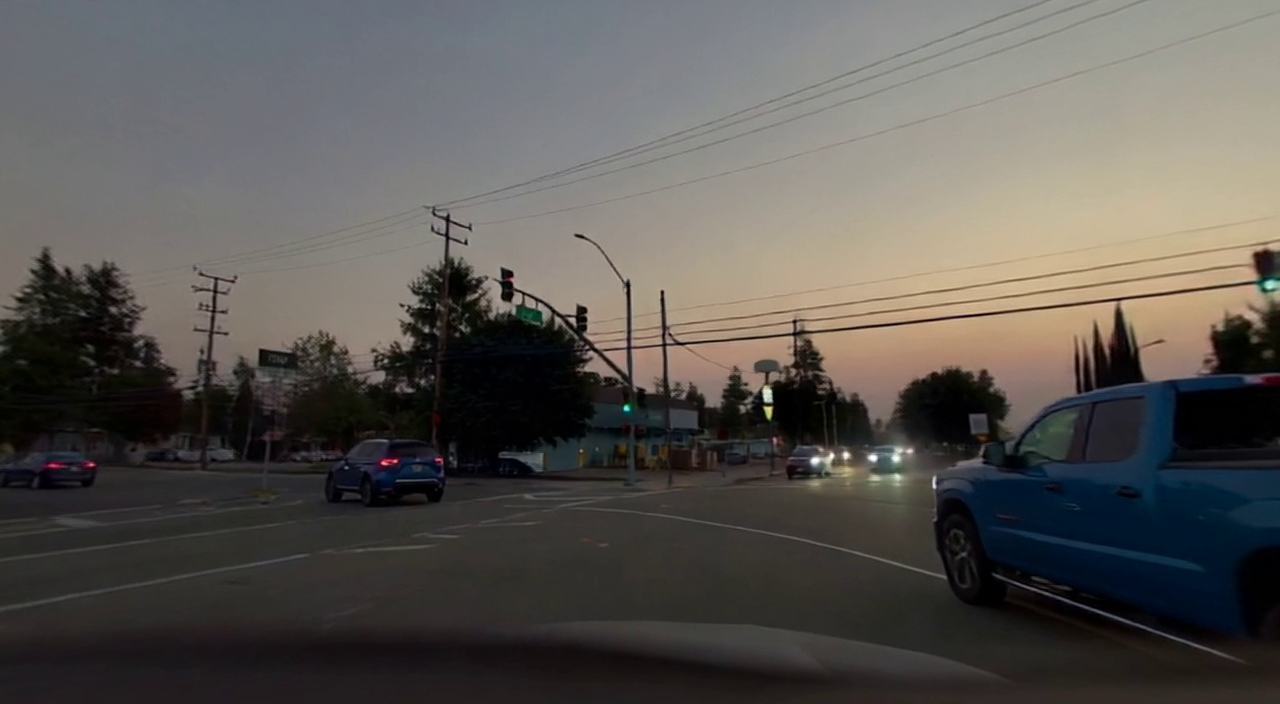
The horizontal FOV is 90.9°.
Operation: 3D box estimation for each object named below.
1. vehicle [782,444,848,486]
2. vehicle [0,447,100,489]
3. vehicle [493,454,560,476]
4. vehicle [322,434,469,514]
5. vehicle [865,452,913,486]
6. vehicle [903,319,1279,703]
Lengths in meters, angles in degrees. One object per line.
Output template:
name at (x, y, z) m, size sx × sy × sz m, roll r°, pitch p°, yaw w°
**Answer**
vehicle at (8.916, 5.596, 31.762) m, size 2.303 × 1.895 × 5.301 m, roll -4°, pitch -9°, yaw 24°
vehicle at (-26.424, 5.067, 27.867) m, size 4.498 × 1.725 × 1.921 m, roll -4°, pitch -9°, yaw 24°
vehicle at (-8.157, 8.121, 45.533) m, size 4.495 × 1.399 × 1.715 m, roll 6°, pitch -10°, yaw -36°
vehicle at (-6.824, 3.218, 17.303) m, size 2.141 × 1.842 × 4.889 m, roll 7°, pitch -11°, yaw -40°
vehicle at (12.438, 5.757, 31.301) m, size 1.856 × 1.448 × 4.455 m, roll -4°, pitch -9°, yaw 25°
vehicle at (3.713, 0.910, 3.598) m, size 2.036 × 1.818 × 5.192 m, roll 0°, pitch -8°, yaw -2°
